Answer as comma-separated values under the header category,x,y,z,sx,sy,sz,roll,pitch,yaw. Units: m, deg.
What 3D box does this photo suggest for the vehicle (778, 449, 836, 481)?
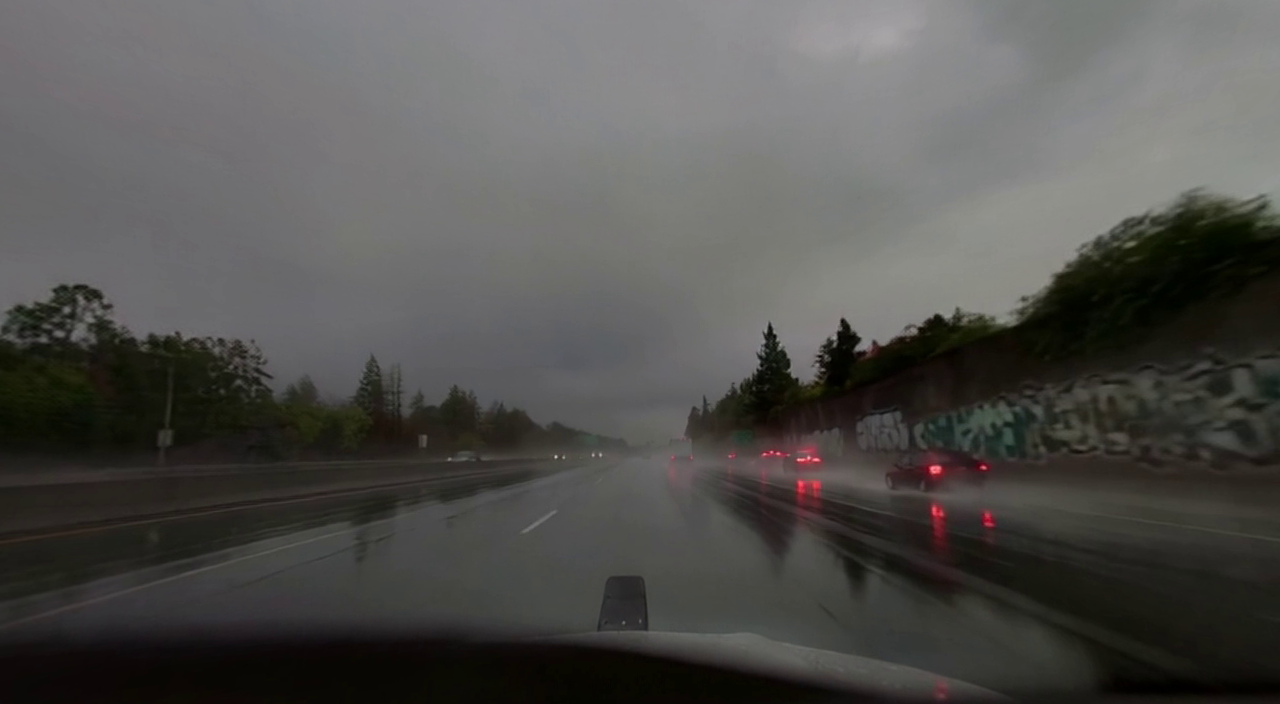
category,x,y,z,sx,sy,sz,roll,pitch,yaw
vehicle,8.485,5.774,32.487,1.842,1.475,4.479,0,-9,1

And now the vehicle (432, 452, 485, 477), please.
category,x,y,z,sx,sy,sz,roll,pitch,yaw
vehicle,-11.532,7.179,40.270,1.957,1.454,4.414,-1,-9,2

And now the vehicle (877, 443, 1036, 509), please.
category,x,y,z,sx,sy,sz,roll,pitch,yaw
vehicle,8.187,3.224,16.883,1.907,1.495,4.517,0,-9,0
